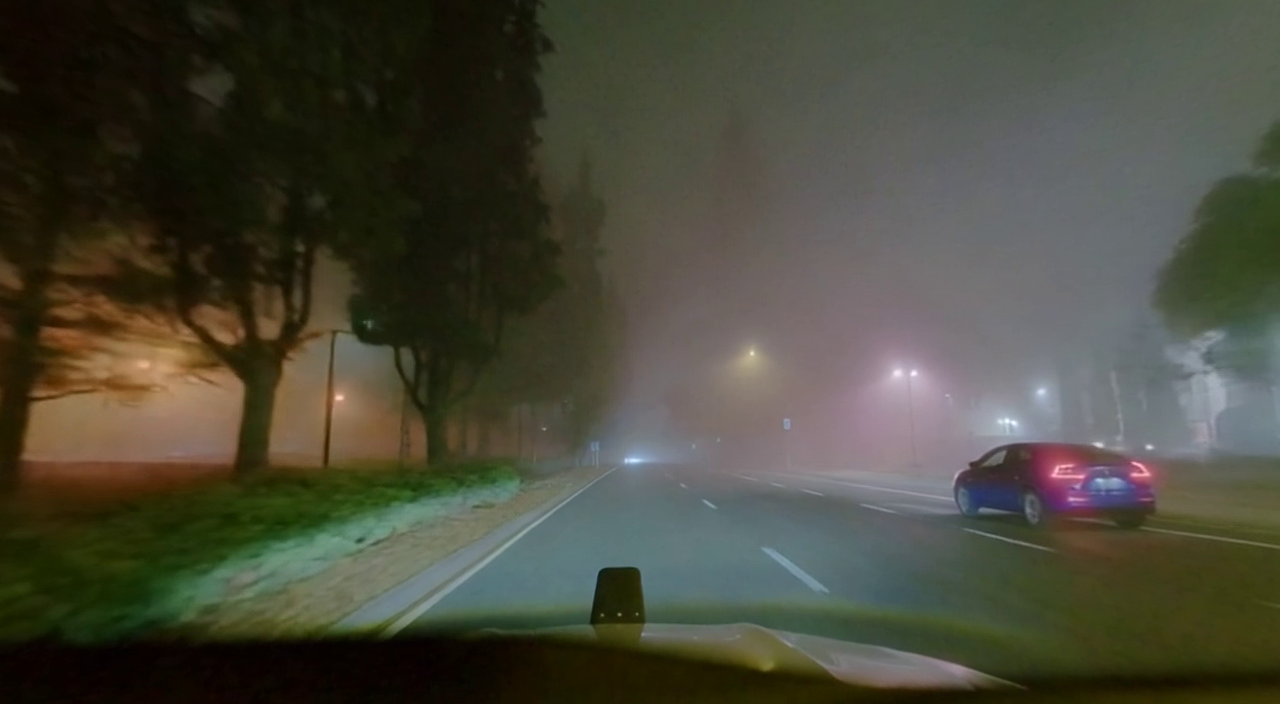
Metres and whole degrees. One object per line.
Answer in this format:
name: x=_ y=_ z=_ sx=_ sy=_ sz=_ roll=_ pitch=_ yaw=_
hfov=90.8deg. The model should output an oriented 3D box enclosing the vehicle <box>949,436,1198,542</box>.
vehicle: x=7.193 y=2.262 z=10.992 sx=1.797 sy=1.518 sz=3.433 roll=0 pitch=-9 yaw=-1
